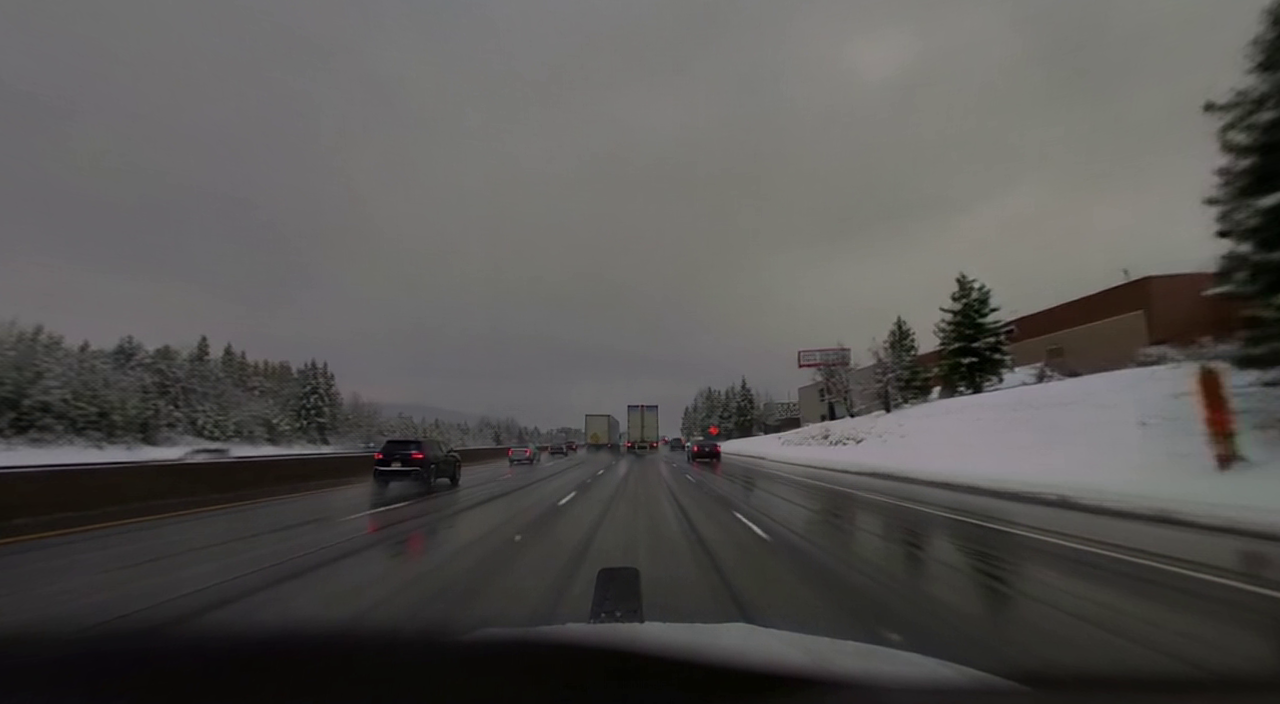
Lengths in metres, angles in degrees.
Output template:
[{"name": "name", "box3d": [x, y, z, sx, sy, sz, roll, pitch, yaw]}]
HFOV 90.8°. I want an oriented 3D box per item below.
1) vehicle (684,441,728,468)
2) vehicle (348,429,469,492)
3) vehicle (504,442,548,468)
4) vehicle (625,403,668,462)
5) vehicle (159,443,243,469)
[{"name": "vehicle", "box3d": [3.703, 5.834, 36.177, 2.006, 1.452, 4.246, 0, -9, -1]}, {"name": "vehicle", "box3d": [-7.209, 3.427, 20.224, 2.122, 1.754, 4.379, 0, -9, 1]}, {"name": "vehicle", "box3d": [-7.035, 6.407, 39.458, 1.891, 1.460, 4.506, 0, -9, 0]}, {"name": "vehicle", "box3d": [0.377, 6.382, 49.222, 2.969, 4.104, 10.906, 0, -9, -1]}, {"name": "vehicle", "box3d": [-32.762, 7.785, 47.384, 2.109, 1.753, 5.778, 0, -9, 0]}]
